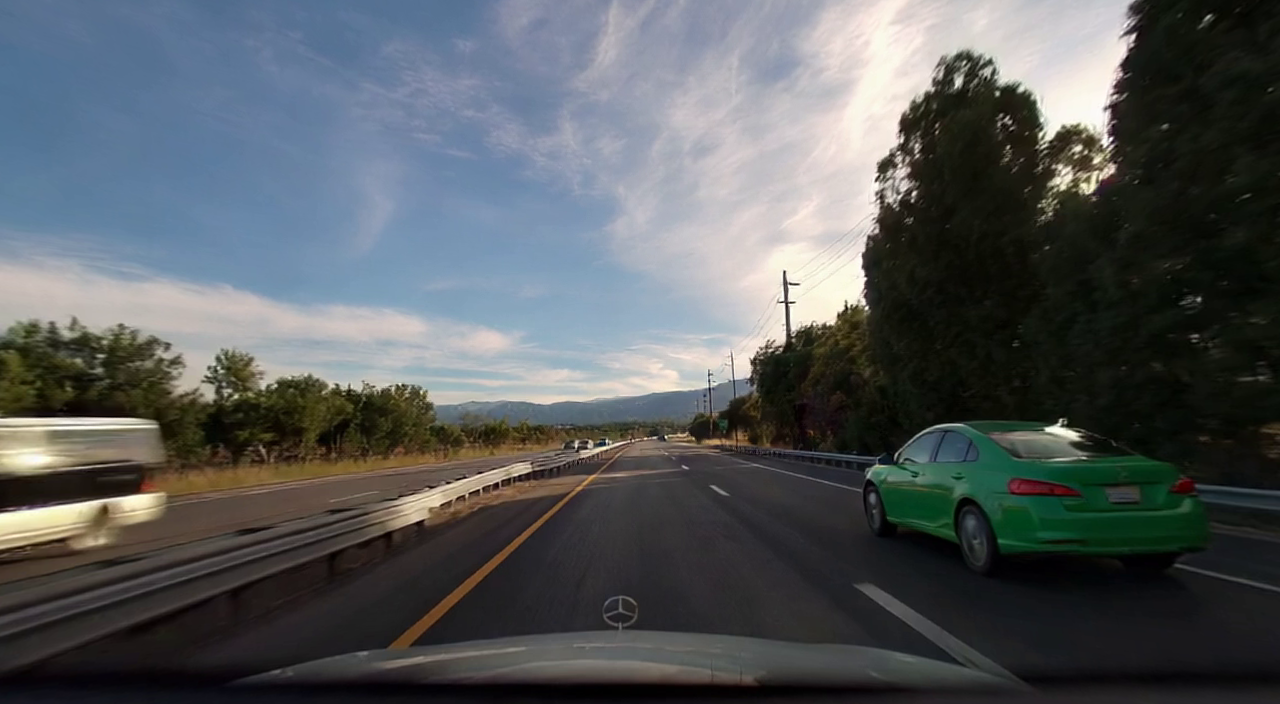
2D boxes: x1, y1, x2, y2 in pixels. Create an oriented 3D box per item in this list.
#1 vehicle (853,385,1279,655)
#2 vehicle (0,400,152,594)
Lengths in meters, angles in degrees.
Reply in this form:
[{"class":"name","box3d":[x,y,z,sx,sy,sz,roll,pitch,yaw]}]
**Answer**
[{"class":"vehicle","box3d":[3.716,1.263,5.754,2.032,1.562,4.029,0,-8,-1]},{"class":"vehicle","box3d":[-7.334,1.292,5.265,2.416,1.843,5.072,0,-8,0]}]
